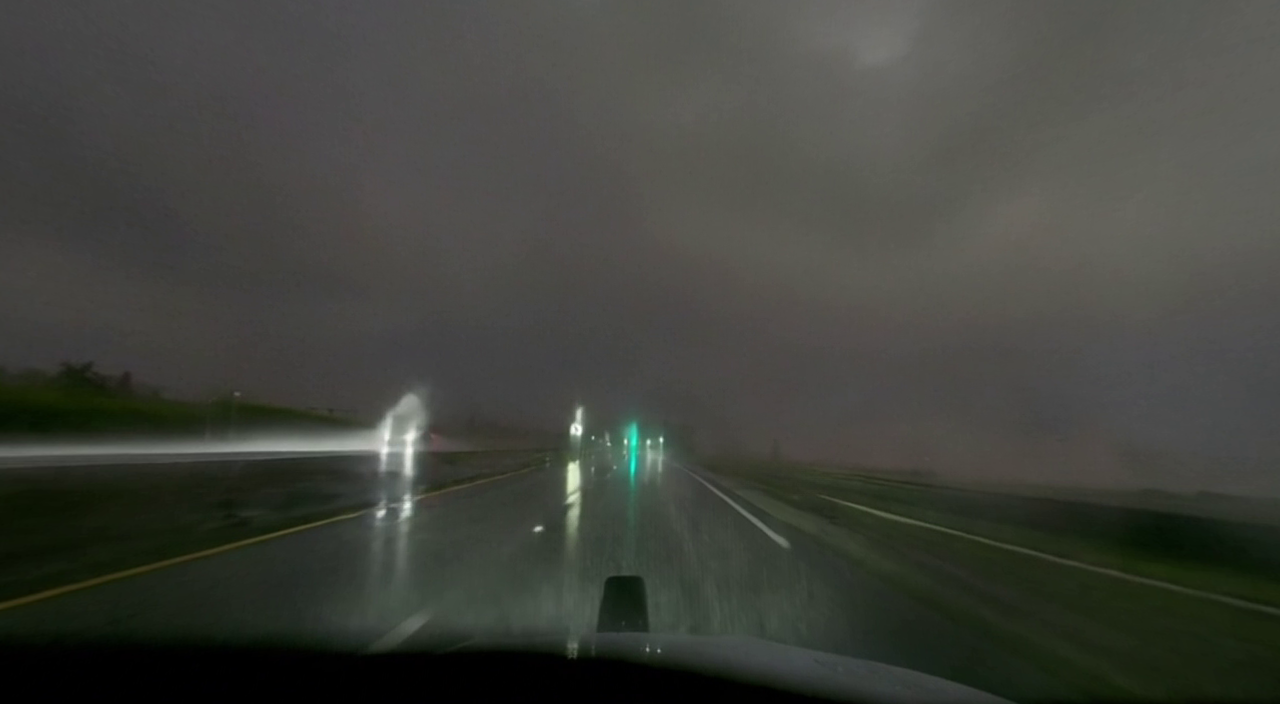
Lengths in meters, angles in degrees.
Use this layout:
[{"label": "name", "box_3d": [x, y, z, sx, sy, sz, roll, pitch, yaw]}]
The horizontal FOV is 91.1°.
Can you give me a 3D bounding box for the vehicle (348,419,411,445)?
[{"label": "vehicle", "box_3d": [-18.204, 5.696, 44.164, 2.039, 1.677, 5.323, 0, -9, 1]}]
